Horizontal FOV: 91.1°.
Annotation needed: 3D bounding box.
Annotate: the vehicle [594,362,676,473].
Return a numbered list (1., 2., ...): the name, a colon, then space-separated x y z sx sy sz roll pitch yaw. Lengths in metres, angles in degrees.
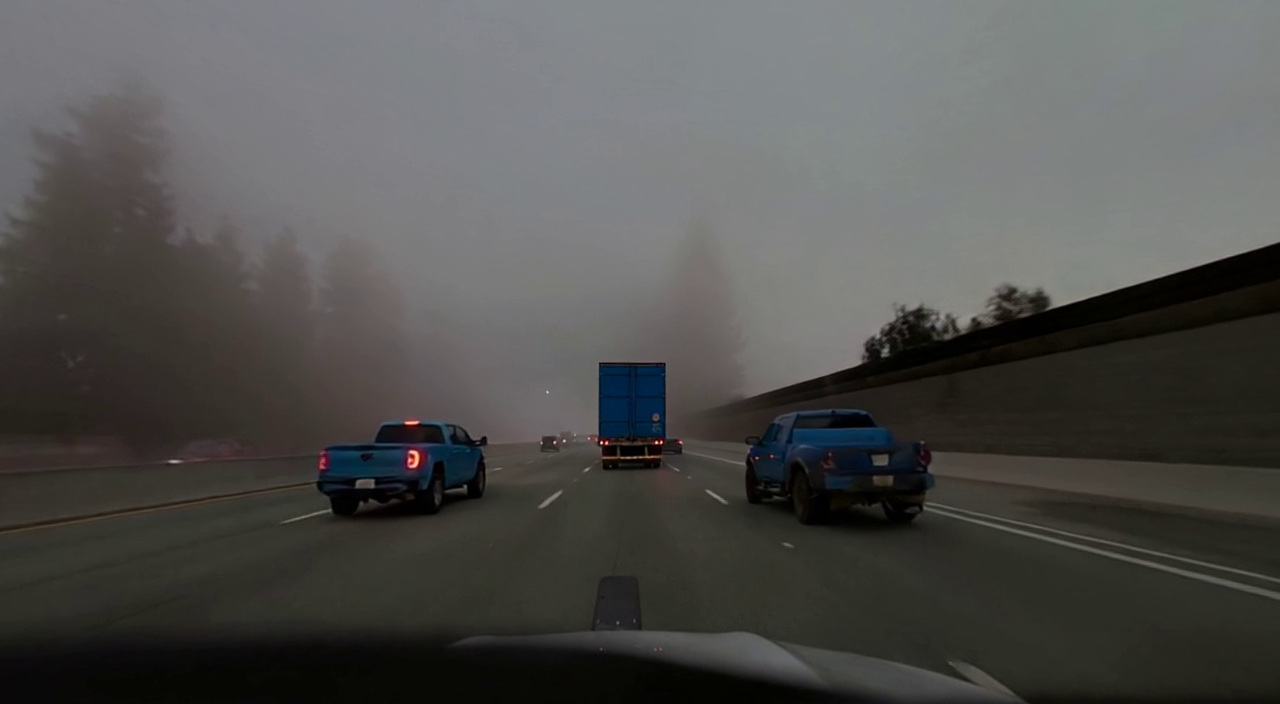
1. vehicle: -0.525 3.008 27.484 2.904 3.915 10.473 0 -8 -4

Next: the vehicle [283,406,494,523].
1. vehicle: -4.300 1.987 11.713 2.134 1.752 4.375 0 -8 0

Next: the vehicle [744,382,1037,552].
1. vehicle: 3.155 1.580 9.383 2.118 1.832 4.901 0 -8 -3
